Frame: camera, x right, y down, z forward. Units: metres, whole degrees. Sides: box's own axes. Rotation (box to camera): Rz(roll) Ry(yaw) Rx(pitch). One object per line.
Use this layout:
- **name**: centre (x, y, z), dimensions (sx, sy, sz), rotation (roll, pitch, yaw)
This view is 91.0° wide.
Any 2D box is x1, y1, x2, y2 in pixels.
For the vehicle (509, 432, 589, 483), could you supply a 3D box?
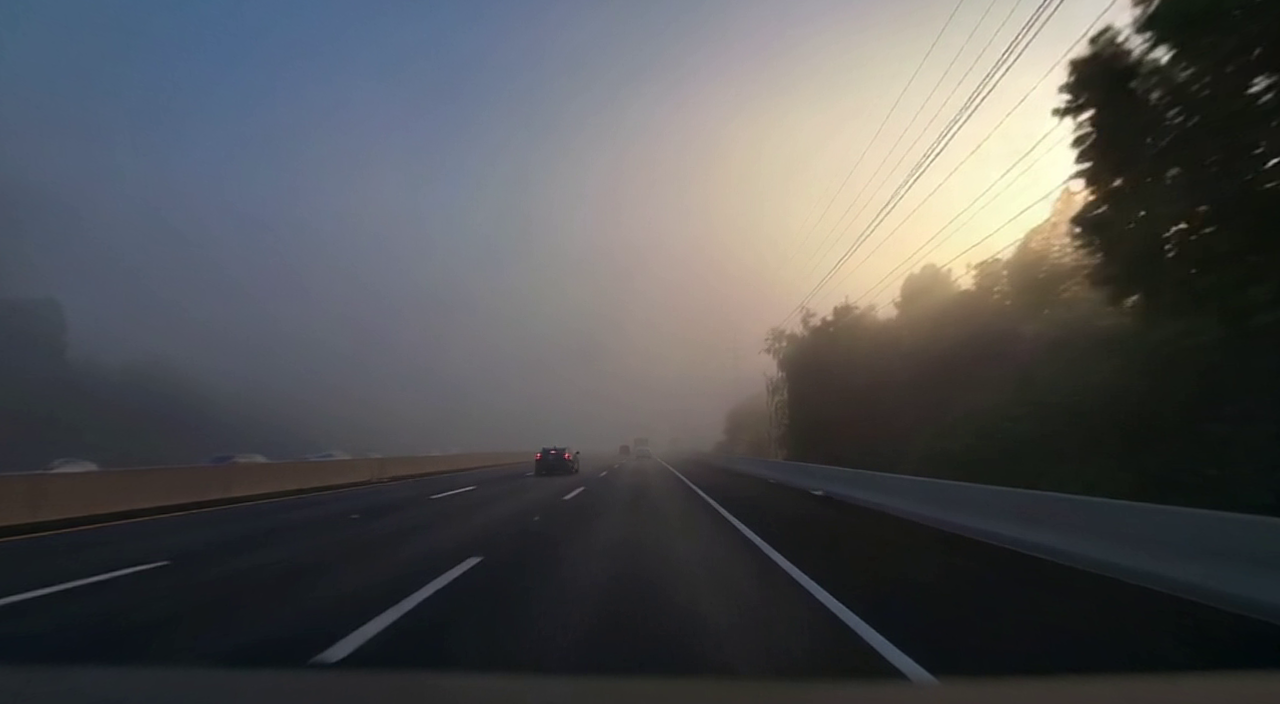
- **vehicle**: centre (-3.719, 4.473, 26.921), dimensions (2.577, 1.939, 5.408), rotation (0, -9, 1)

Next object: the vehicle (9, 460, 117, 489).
- **vehicle**: centre (-32.443, 6.871, 35.599), dimensions (1.842, 1.472, 4.518), rotation (0, -9, 0)

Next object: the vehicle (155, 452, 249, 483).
- **vehicle**: centre (-24.191, 6.375, 34.978), dimensions (1.918, 1.568, 4.469), rotation (0, -9, 1)

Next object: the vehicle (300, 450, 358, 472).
- **vehicle**: centre (-24.338, 8.547, 49.474), dimensions (1.969, 1.643, 4.768), rotation (0, -9, 1)
